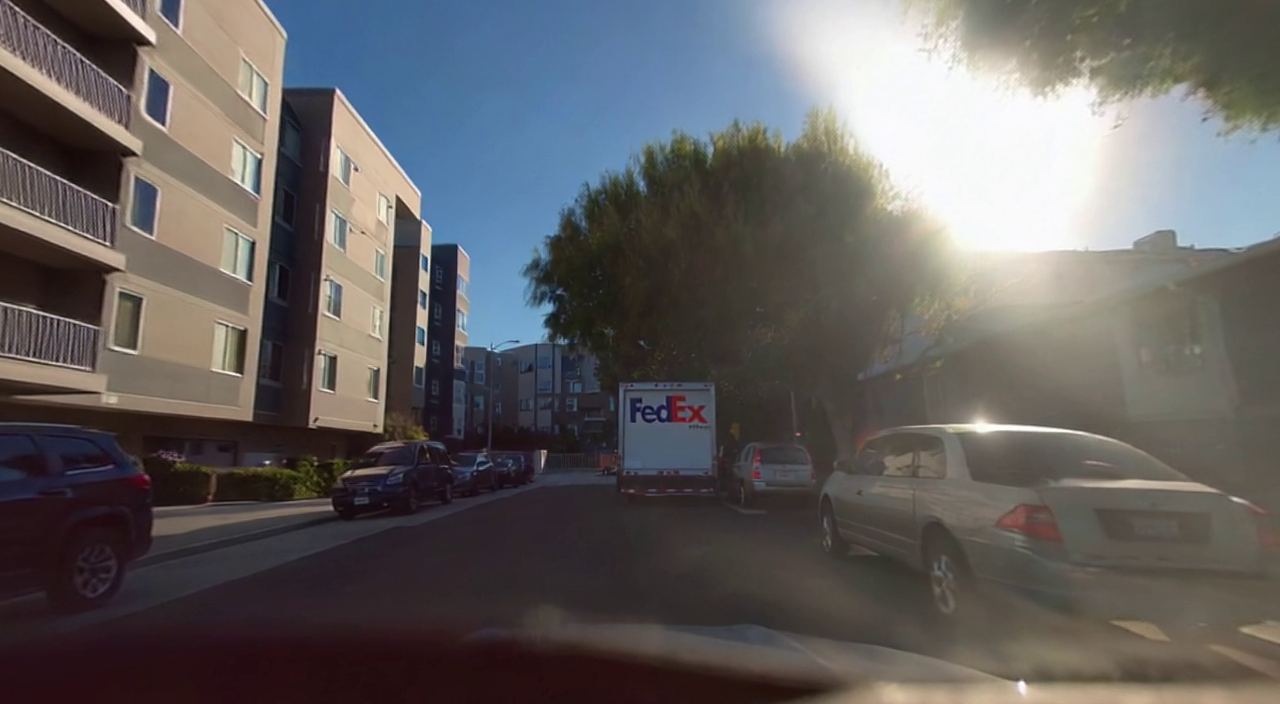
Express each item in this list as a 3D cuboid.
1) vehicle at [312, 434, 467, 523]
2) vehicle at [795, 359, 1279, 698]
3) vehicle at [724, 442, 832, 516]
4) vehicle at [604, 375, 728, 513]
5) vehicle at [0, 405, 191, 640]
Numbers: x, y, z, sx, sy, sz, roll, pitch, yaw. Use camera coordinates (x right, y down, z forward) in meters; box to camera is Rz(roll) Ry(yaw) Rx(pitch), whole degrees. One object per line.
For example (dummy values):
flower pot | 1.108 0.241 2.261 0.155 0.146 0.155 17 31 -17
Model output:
vehicle | -5.940 3.031 15.745 2.020 1.867 4.654 0 -9 -1
vehicle | 3.454 1.449 6.590 2.221 1.991 5.564 0 -9 0
vehicle | 3.344 3.130 16.093 1.868 1.623 3.815 0 -9 0
vehicle | 0.545 2.805 19.273 2.930 3.275 8.180 0 -9 -1
vehicle | -5.886 1.260 4.558 2.089 1.757 4.256 0 -9 0
